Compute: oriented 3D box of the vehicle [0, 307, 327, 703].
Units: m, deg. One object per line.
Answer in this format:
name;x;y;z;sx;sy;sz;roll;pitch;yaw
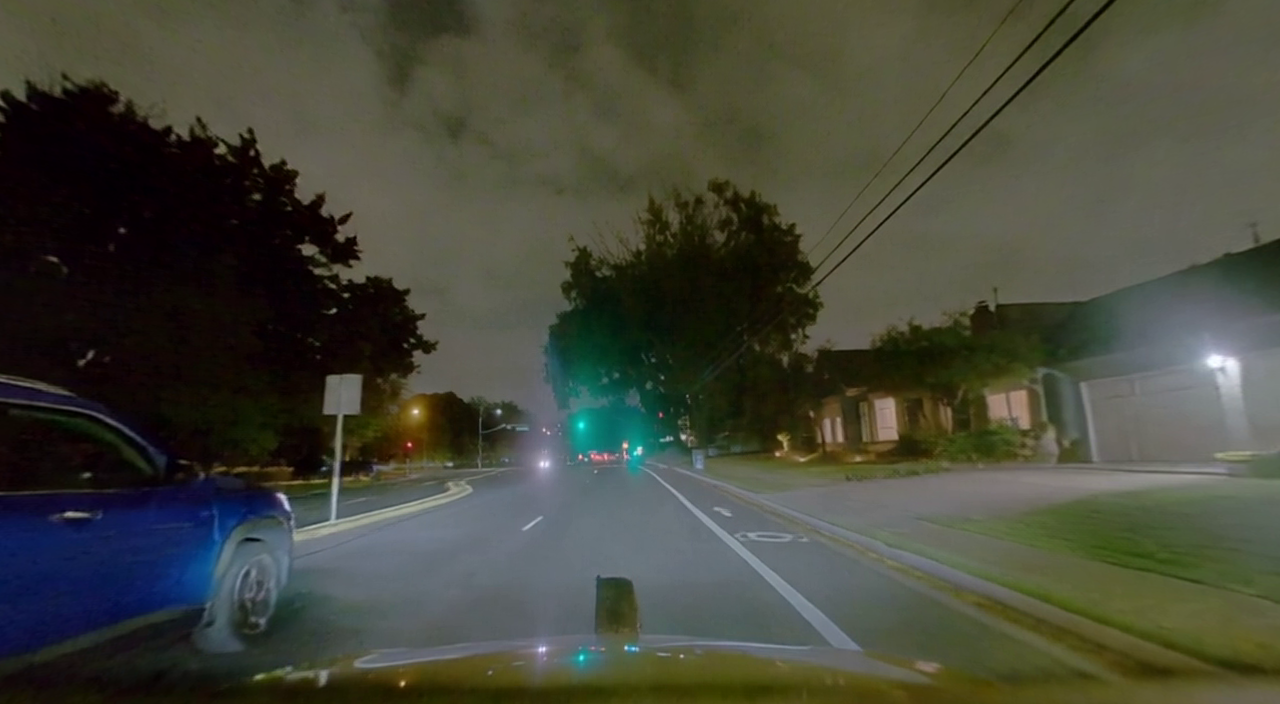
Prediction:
vehicle;-3.754;0.759;2.247;2.276;1.960;5.561;0;-8;2
